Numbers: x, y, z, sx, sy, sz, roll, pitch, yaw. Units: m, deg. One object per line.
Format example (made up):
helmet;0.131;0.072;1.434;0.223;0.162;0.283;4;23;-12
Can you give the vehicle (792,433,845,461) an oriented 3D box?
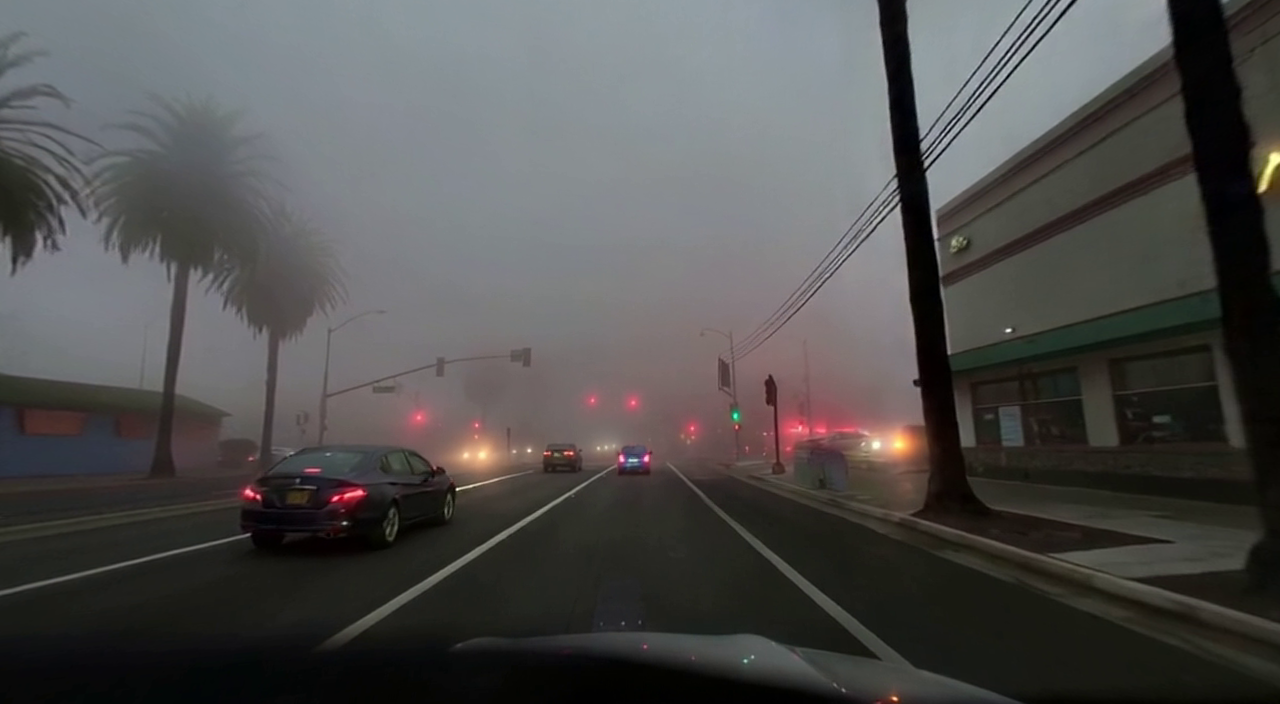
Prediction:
vehicle;11.264;6.028;39.910;1.982;1.623;4.211;0;-8;-2

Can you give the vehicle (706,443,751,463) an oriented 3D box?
vehicle;6.813;7.710;48.090;2.059;1.486;3.980;-5;-9;30

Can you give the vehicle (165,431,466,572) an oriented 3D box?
vehicle;-4.150;1.948;9.079;1.904;1.513;4.410;0;-8;1

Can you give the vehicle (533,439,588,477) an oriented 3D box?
vehicle;-3.683;4.986;29.725;1.979;1.634;3.957;-1;-8;2

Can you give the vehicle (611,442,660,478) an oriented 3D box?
vehicle;-0.142;4.888;28.615;2.094;1.496;4.070;0;-8;1

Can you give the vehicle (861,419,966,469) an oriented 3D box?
vehicle;11.213;3.825;26.282;2.111;1.875;5.301;0;-8;1
